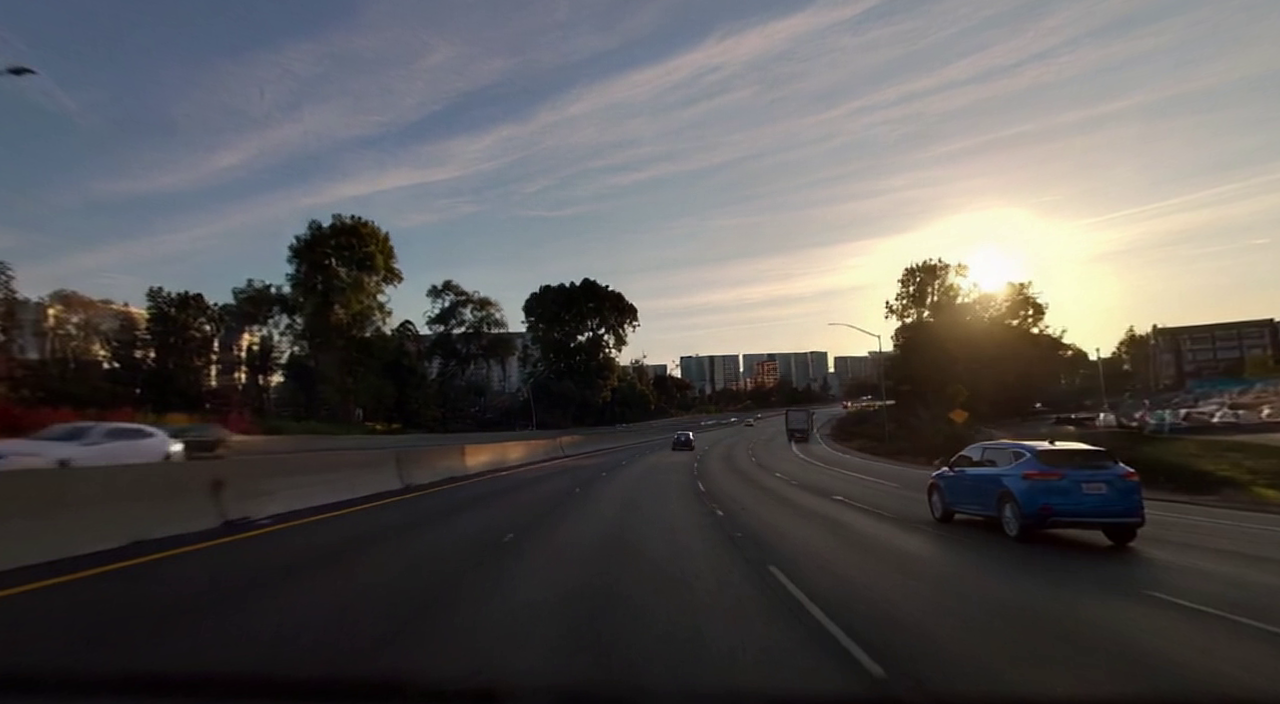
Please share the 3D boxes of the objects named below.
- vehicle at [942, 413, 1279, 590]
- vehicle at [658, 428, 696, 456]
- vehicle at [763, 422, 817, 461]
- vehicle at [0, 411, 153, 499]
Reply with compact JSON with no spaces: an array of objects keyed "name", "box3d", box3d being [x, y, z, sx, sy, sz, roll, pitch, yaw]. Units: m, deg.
[{"name":"vehicle","box3d":[5.950,1.741,8.215,2.097,1.659,4.320,-1,-9,4]},{"name":"vehicle","box3d":[2.579,6.195,43.338,2.181,1.768,4.383,-1,-9,8]},{"name":"vehicle","box3d":[9.268,5.647,39.716,2.526,2.230,6.190,-1,-9,6]},{"name":"vehicle","box3d":[-12.251,1.960,12.060,2.179,1.522,4.505,0,-9,2]}]
